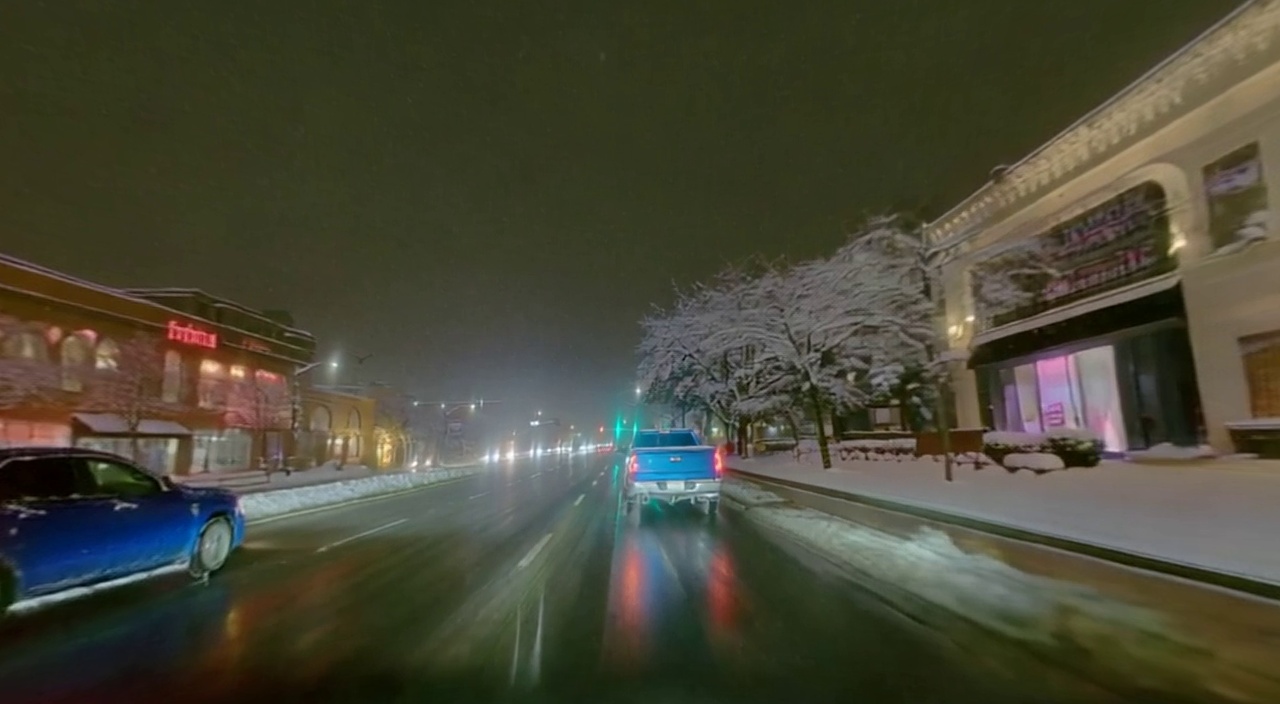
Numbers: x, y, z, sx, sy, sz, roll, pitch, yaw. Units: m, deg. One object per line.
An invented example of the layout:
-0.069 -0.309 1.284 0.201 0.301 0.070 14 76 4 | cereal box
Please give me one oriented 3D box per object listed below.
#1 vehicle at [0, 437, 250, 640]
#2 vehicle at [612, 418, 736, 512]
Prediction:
-5.473 1.407 5.035 1.888 1.424 4.553 0 -8 -1 | vehicle
0.589 2.788 16.125 2.590 1.932 5.776 0 -8 -2 | vehicle
